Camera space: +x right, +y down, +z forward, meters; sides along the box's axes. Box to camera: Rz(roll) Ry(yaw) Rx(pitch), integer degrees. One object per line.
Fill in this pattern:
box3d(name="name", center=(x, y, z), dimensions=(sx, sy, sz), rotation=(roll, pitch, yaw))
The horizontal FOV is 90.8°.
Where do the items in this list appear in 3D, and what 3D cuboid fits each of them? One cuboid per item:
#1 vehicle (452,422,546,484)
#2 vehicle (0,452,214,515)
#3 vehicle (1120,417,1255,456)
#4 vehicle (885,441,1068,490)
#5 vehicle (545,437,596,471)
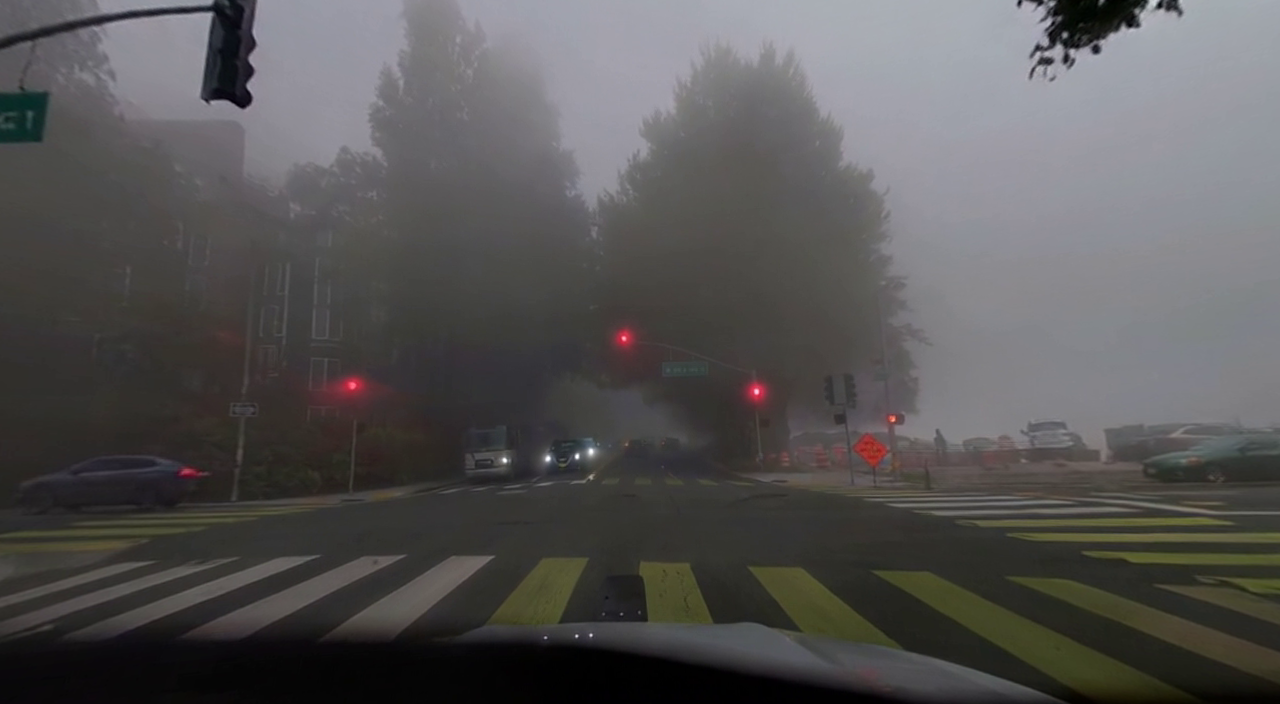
box3d(name="vehicle", center=(-6.479, 4.801, 30.248), dimensions=(2.896, 2.560, 7.322), rotation=(0, -9, -1))
box3d(name="vehicle", center=(-14.590, 3.530, 17.218), dimensions=(4.497, 1.579, 1.952), rotation=(0, -9, -1))
box3d(name="vehicle", center=(33.275, 5.162, 38.521), dimensions=(5.969, 2.225, 2.458), rotation=(0, -9, -4))
box3d(name="vehicle", center=(11.236, 3.795, 21.447), dimensions=(5.158, 1.470, 2.012), rotation=(-4, -10, 26))
box3d(name="vehicle", center=(-3.715, 5.589, 34.619), dimensions=(2.302, 1.708, 4.764), rotation=(0, -9, -1))
